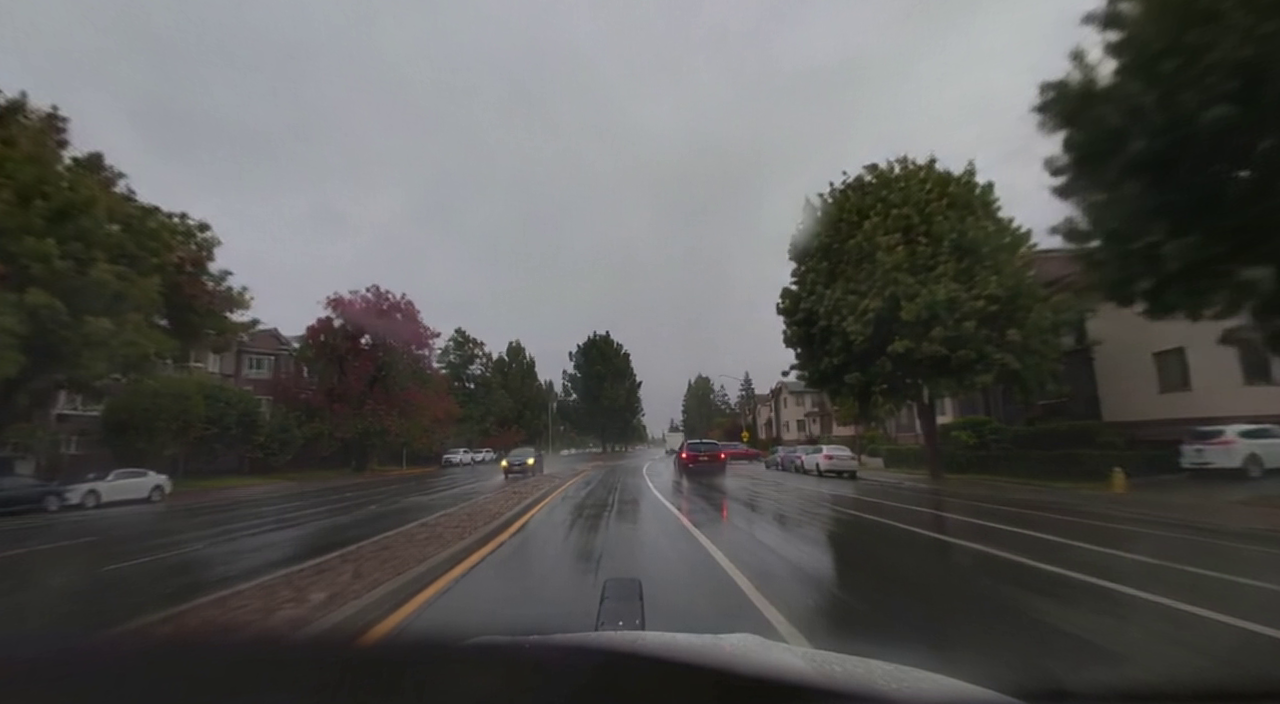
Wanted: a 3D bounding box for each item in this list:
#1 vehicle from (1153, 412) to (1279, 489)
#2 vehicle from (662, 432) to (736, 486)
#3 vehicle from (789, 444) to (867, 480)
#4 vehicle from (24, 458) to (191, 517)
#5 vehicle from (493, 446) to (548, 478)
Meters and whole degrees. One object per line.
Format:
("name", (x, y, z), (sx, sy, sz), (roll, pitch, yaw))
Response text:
("vehicle", (16.251, 2.415, 15.628), (5.007, 1.793, 2.031), (-2, -9, 12))
("vehicle", (2.006, 3.824, 22.898), (2.085, 1.763, 4.490), (0, -8, -2))
("vehicle", (8.493, 4.993, 29.041), (1.996, 1.474, 4.771), (0, -8, -2))
("vehicle", (-18.316, 4.627, 22.078), (1.937, 1.612, 4.515), (-1, -7, -1))
("vehicle", (-5.886, 5.448, 31.624), (1.958, 1.501, 4.294), (0, -8, -1))
